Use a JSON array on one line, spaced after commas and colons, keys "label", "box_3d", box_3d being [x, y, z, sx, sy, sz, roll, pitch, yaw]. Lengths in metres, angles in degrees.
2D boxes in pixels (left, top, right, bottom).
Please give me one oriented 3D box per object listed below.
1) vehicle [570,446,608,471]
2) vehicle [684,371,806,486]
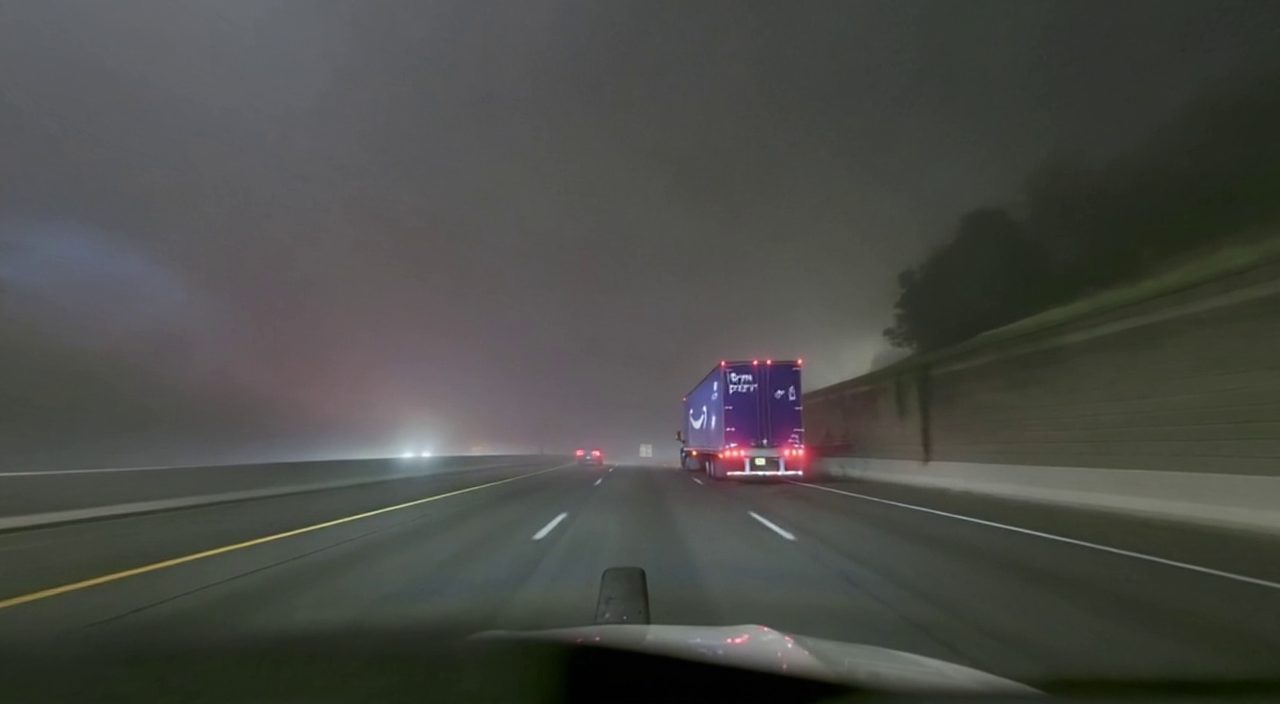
[{"label": "vehicle", "box_3d": [-3.441, 7.328, 43.447, 2.200, 1.562, 4.959, 0, -9, 0]}, {"label": "vehicle", "box_3d": [4.281, 3.949, 30.675, 2.928, 4.021, 17.190, 0, -9, 0]}]
